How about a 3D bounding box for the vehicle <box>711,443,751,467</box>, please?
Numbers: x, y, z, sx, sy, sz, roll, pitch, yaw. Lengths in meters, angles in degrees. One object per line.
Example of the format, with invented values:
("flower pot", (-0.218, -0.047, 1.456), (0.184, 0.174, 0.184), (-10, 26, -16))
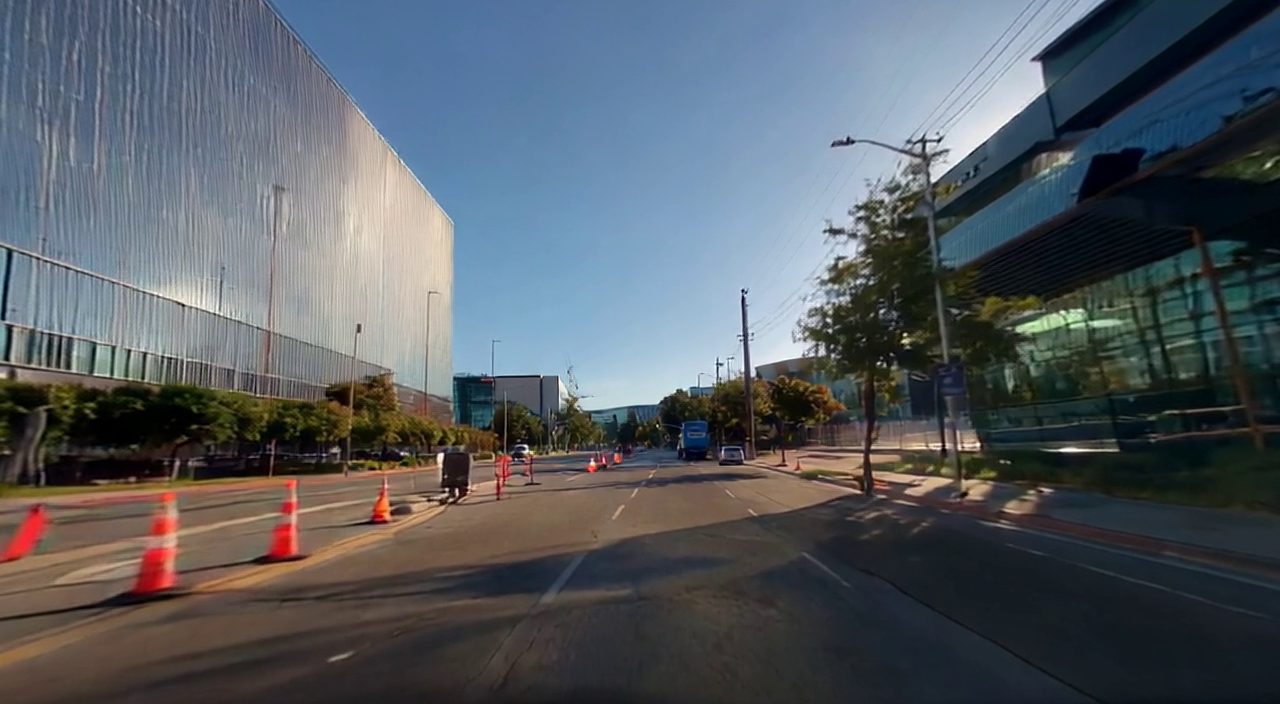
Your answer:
("vehicle", (6.436, 7.345, 45.267), (2.098, 1.619, 4.433), (0, -8, -1))
